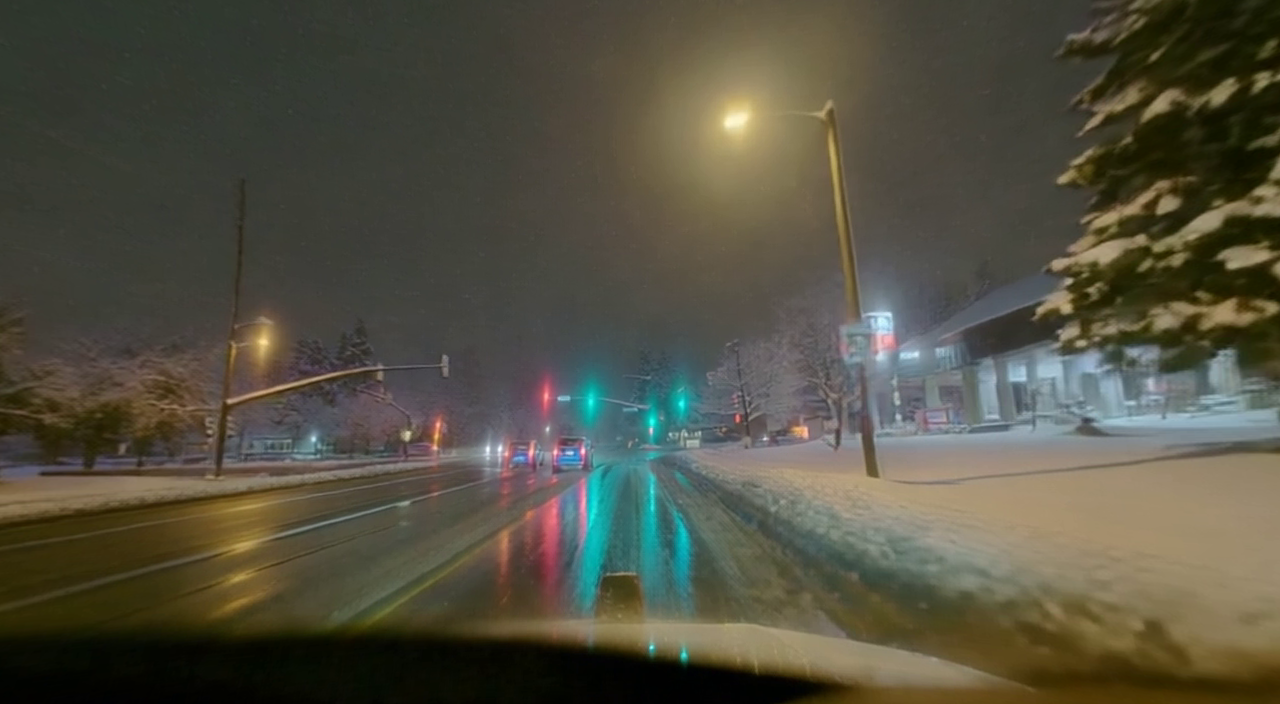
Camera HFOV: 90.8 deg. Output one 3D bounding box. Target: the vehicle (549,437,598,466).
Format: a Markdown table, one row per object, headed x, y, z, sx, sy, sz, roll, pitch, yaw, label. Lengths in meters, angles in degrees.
| x | y | z | sx | sy | sz | roll | pitch | yaw | label |
| --- | --- | --- | --- | --- | --- | --- | --- | --- | --- |
| -3.478 | 5.303 | 33.811 | 2.054 | 1.449 | 4.772 | 0 | -9 | 1 | vehicle |

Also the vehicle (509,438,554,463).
| x | y | z | sx | sy | sz | roll | pitch | yaw | label |
| --- | --- | --- | --- | --- | --- | --- | --- | --- | --- |
| -6.749 | 6.189 | 39.779 | 1.966 | 1.439 | 4.161 | 0 | -8 | 2 | vehicle |
